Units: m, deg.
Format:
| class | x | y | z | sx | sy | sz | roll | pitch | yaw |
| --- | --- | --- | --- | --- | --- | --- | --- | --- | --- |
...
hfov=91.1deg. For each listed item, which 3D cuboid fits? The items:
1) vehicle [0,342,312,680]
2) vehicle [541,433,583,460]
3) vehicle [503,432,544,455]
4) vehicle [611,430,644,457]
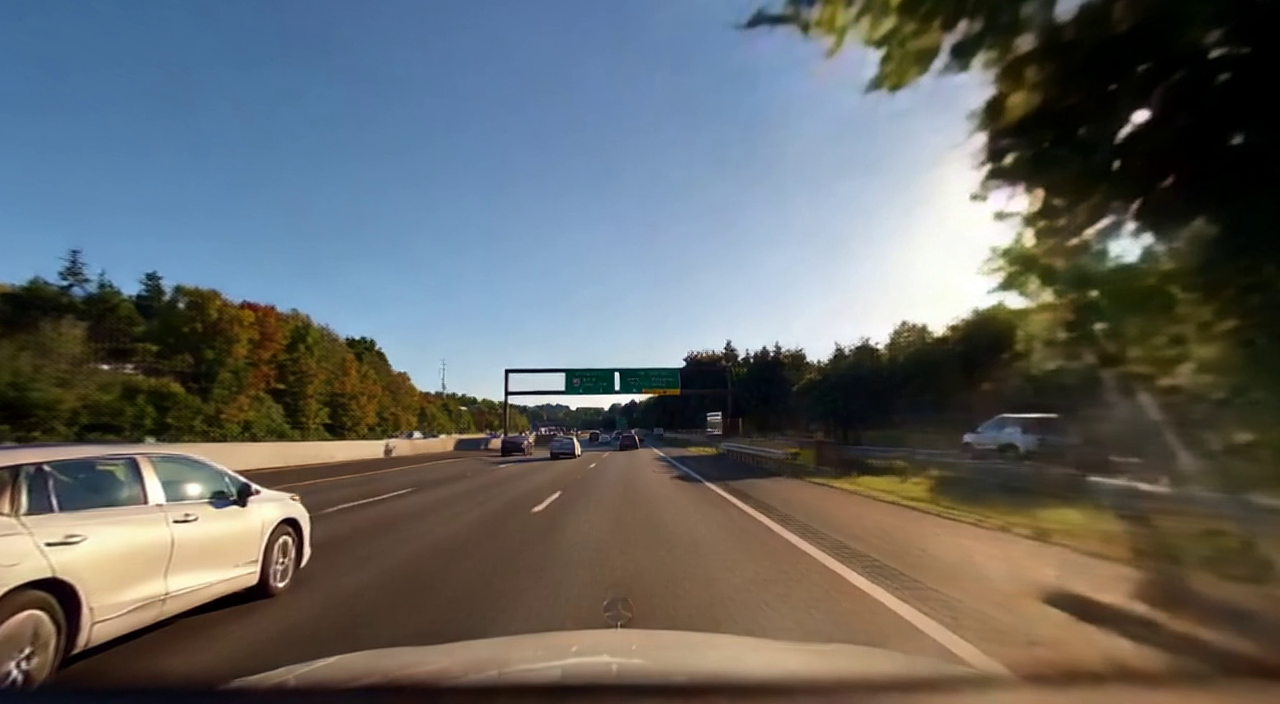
| class | x | y | z | sx | sy | sz | roll | pitch | yaw |
| --- | --- | --- | --- | --- | --- | --- | --- | --- | --- |
| vehicle | -4.479 | 1.006 | 4.478 | 1.971 | 1.822 | 4.366 | 0 | -8 | -1 |
| vehicle | -4.389 | 5.359 | 35.854 | 1.909 | 1.445 | 4.087 | 0 | -8 | 0 |
| vehicle | -8.249 | 6.533 | 44.983 | 1.953 | 1.524 | 4.863 | 0 | -8 | 0 |
| vehicle | -0.743 | 5.753 | 39.573 | 2.002 | 1.611 | 3.778 | 0 | -8 | 0 |
